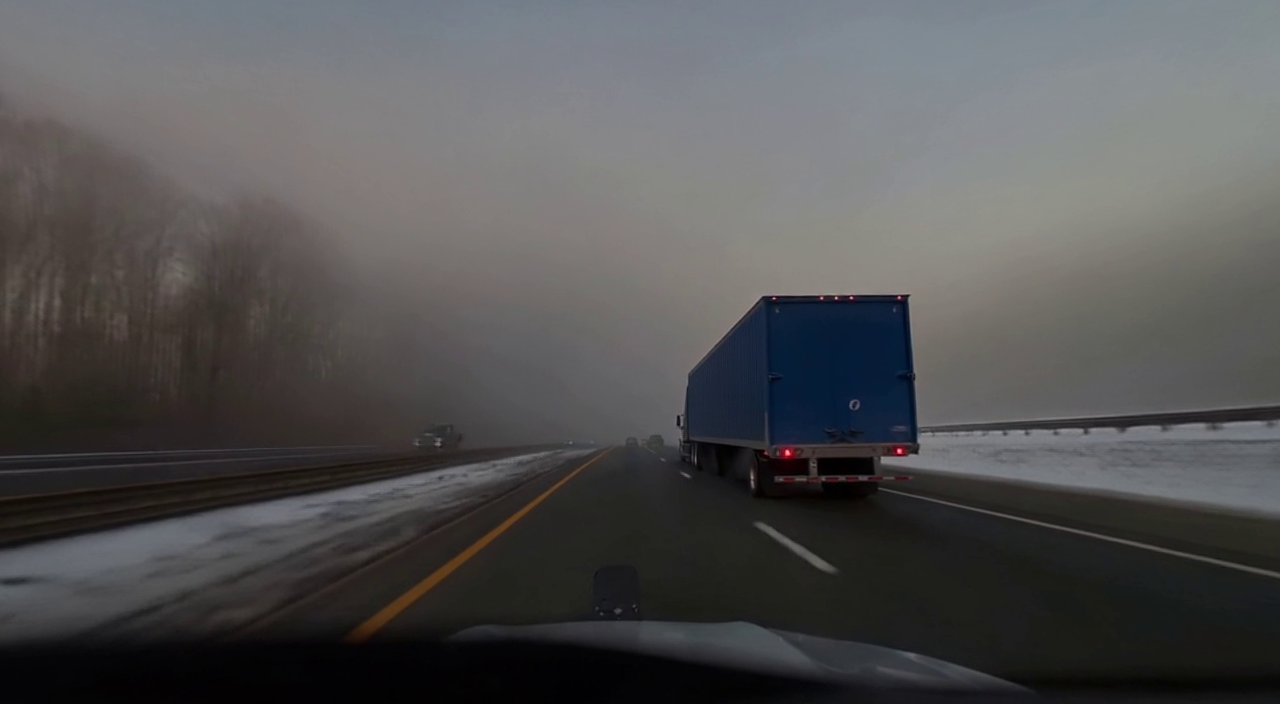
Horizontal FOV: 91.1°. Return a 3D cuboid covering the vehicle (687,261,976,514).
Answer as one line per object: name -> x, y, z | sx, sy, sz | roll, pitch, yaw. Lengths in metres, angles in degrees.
vehicle -> 3.821, 1.691, 19.107 | 3.203, 4.273, 17.131 | 0, -8, -1

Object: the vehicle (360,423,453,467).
vehicle -> -9.030, 3.641, 24.760 | 2.000, 1.550, 4.473 | 0, -8, -1
